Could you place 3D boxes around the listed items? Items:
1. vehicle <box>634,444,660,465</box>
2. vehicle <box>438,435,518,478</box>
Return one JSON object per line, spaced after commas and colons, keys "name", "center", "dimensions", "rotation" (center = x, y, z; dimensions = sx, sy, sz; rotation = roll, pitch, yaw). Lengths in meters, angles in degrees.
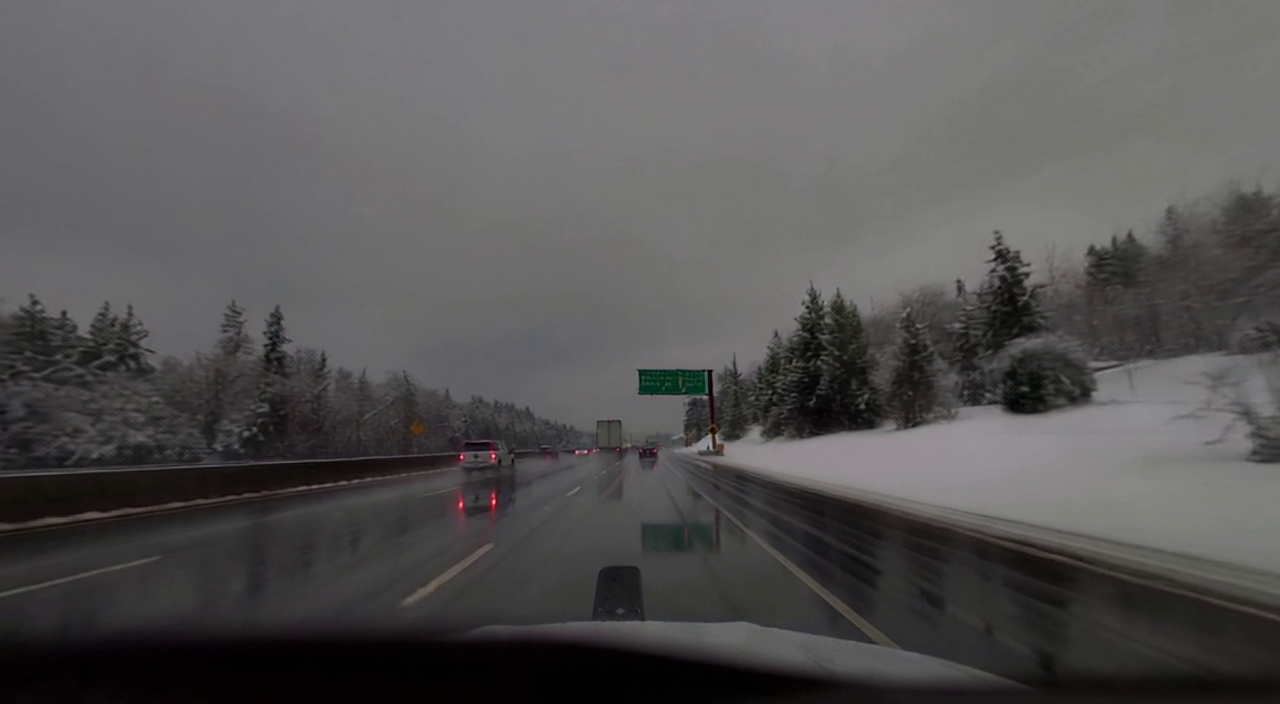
{"name": "vehicle", "center": [0.534, 7.734, 47.725], "dimensions": [1.931, 1.528, 4.126], "rotation": [0, -8, 1]}
{"name": "vehicle", "center": [-7.255, 4.737, 28.879], "dimensions": [2.115, 1.778, 5.572], "rotation": [0, -8, 1]}
